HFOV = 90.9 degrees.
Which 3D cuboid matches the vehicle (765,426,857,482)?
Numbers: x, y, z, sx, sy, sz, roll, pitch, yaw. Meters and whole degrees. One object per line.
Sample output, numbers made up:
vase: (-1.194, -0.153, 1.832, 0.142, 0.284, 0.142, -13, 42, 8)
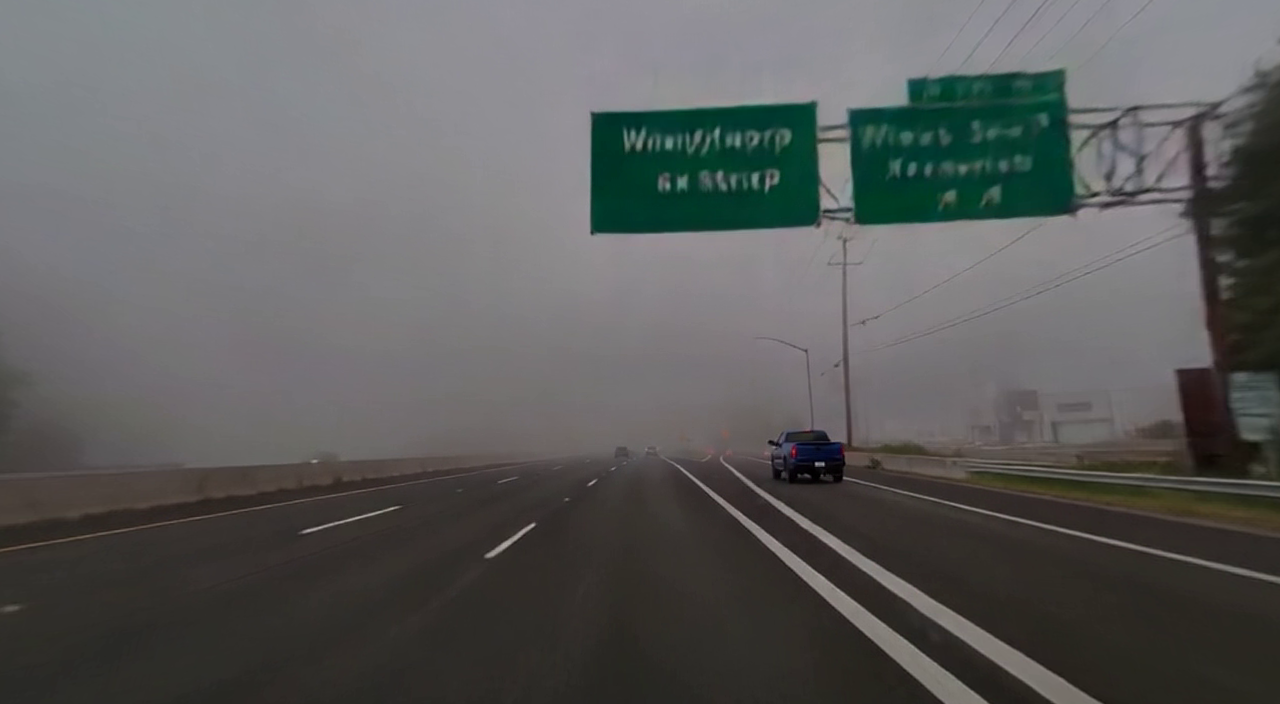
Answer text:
vehicle: (6.250, 3.812, 23.754, 2.186, 1.840, 5.289, -1, -8, 3)
